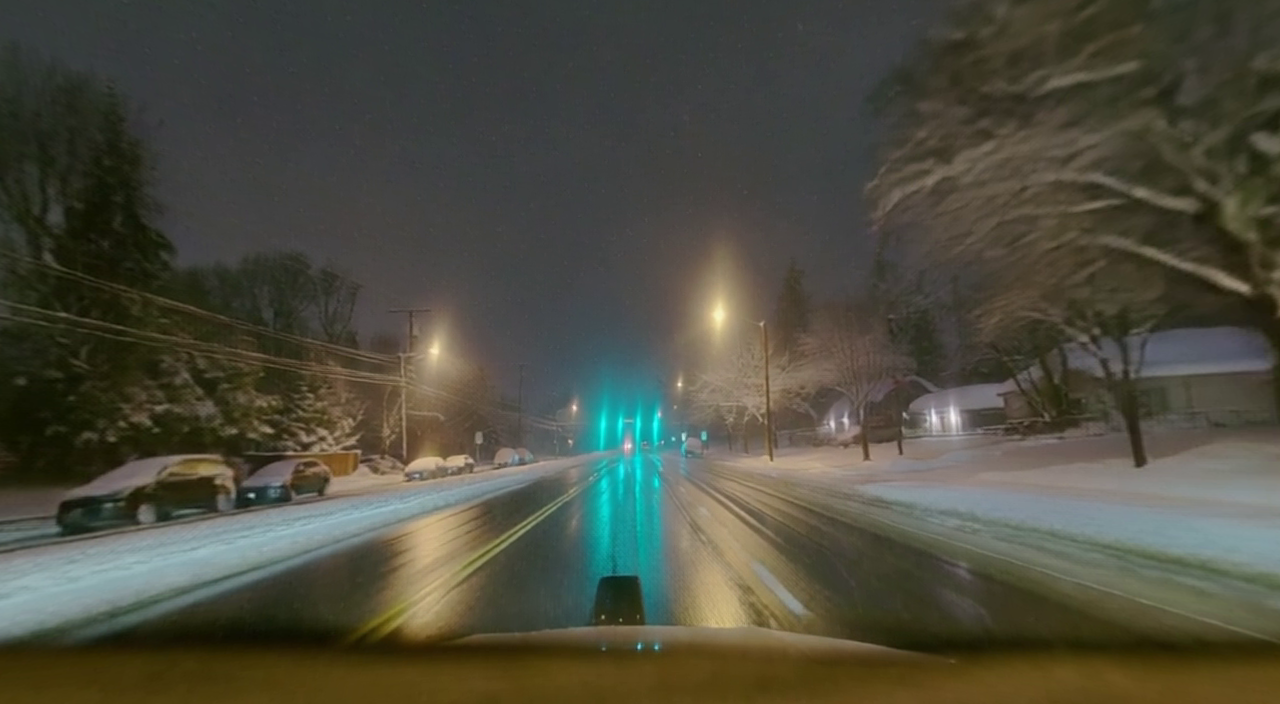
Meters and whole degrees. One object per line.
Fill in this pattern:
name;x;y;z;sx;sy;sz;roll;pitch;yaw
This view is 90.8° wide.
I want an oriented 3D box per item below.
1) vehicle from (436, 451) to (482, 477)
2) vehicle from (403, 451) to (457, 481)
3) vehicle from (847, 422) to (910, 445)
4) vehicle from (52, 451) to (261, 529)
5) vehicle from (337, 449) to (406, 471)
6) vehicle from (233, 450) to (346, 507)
vehicle;-12.605;7.809;44.216;1.909;1.477;4.345;-3;-8;-1
vehicle;-12.647;6.881;38.325;1.828;1.510;4.149;-4;-8;0
vehicle;17.577;6.053;46.624;1.726;1.620;3.938;6;-11;-37
vehicle;-12.897;3.632;17.391;1.882;1.775;4.904;0;-8;0
vehicle;-20.881;8.389;49.212;4.498;1.623;1.903;0;-8;1
vehicle;-12.631;4.532;23.110;1.882;1.727;3.945;-3;-8;1
